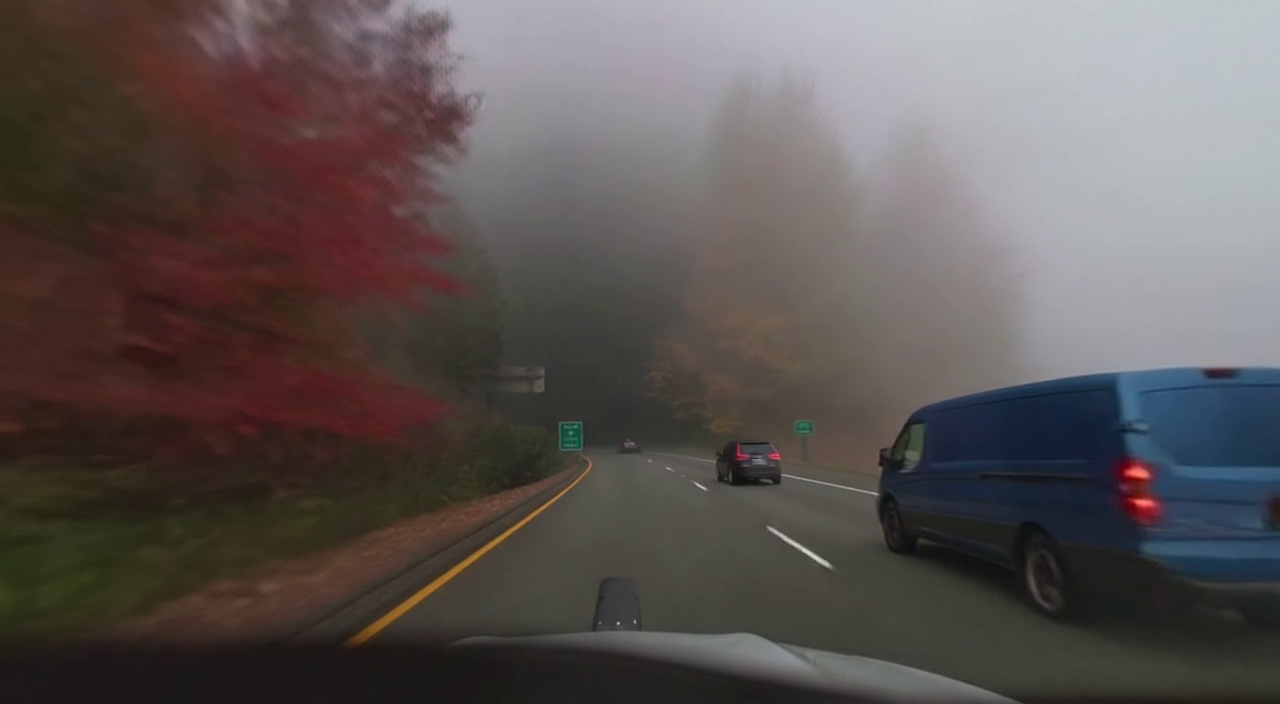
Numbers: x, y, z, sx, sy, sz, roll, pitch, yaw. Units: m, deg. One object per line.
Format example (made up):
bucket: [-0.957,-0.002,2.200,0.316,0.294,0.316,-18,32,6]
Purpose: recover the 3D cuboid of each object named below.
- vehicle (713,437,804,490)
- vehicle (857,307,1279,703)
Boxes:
vehicle: [3.721,3.597,20.473,1.952,1.536,4.036,0,-9,-3]
vehicle: [3.922,1.118,5.278,2.205,1.923,4.956,0,-9,-2]
